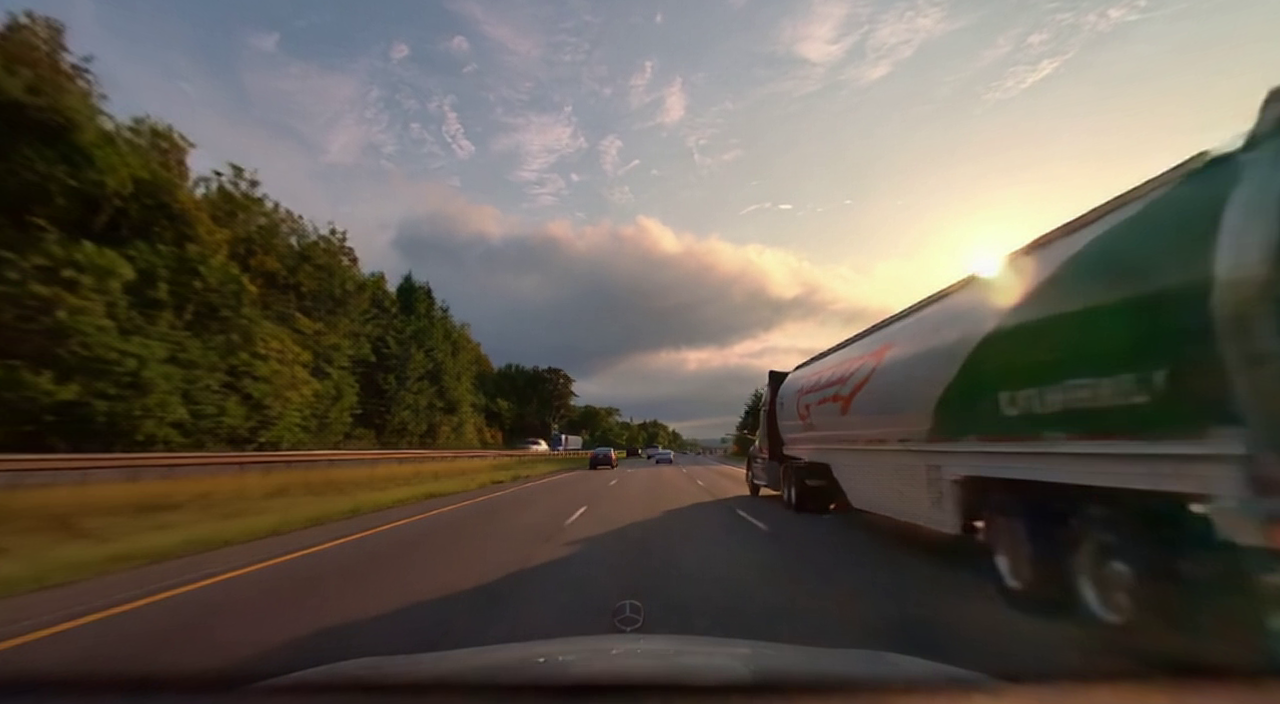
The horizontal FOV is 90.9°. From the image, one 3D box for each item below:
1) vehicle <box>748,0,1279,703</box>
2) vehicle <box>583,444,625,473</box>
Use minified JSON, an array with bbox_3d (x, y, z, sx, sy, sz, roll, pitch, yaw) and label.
[{"bbox_3d":[4.326,0.663,8.657,3.057,3.993,13.914,0,-9,-1],"label":"vehicle"},{"bbox_3d":[-2.237,6.753,40.075,2.205,1.728,4.397,-1,-9,3],"label":"vehicle"}]
